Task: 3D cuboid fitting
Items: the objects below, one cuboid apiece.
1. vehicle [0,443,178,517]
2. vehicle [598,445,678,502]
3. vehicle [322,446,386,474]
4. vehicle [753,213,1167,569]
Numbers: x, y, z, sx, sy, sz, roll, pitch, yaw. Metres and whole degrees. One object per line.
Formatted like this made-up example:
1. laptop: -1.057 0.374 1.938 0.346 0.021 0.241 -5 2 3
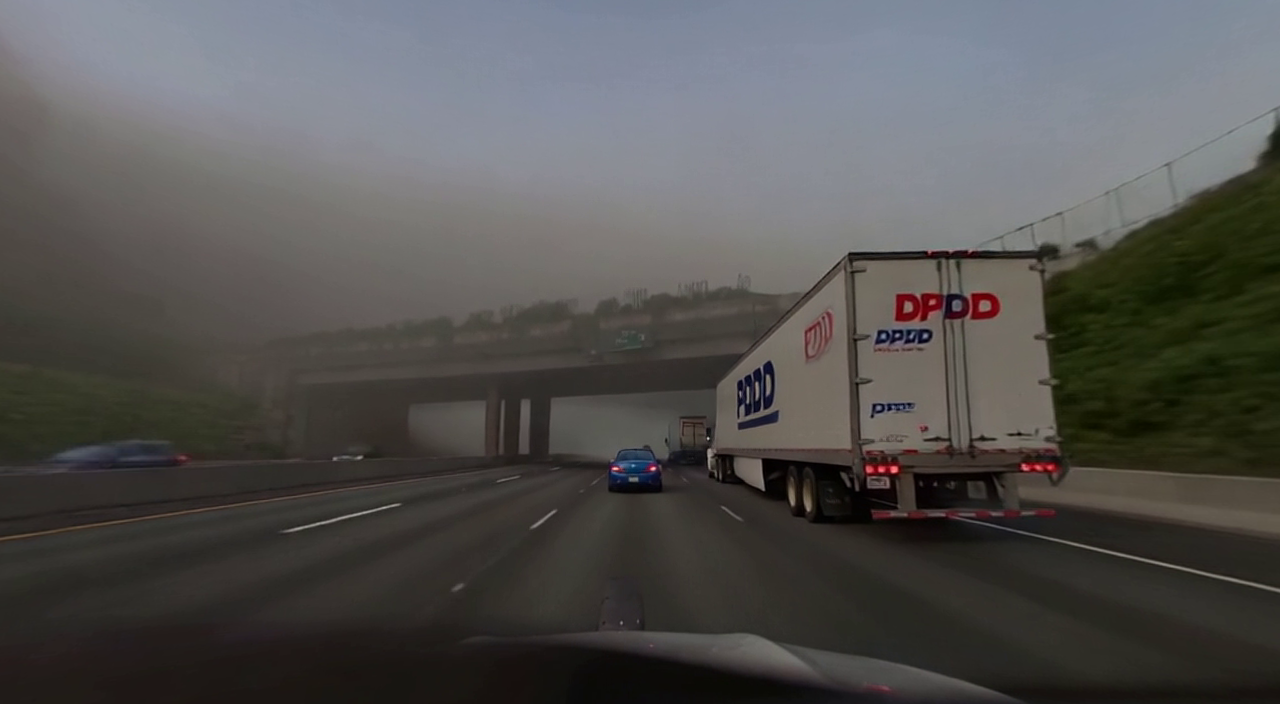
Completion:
1. vehicle: -14.646 3.228 16.414 1.864 1.639 4.400 0 -9 1
2. vehicle: -0.059 3.382 17.912 2.029 1.437 3.794 0 -9 0
3. vehicle: -17.423 6.588 38.731 1.931 1.569 4.277 0 -9 0
4. vehicle: 4.185 0.985 11.097 2.802 3.956 8.291 0 -9 0
